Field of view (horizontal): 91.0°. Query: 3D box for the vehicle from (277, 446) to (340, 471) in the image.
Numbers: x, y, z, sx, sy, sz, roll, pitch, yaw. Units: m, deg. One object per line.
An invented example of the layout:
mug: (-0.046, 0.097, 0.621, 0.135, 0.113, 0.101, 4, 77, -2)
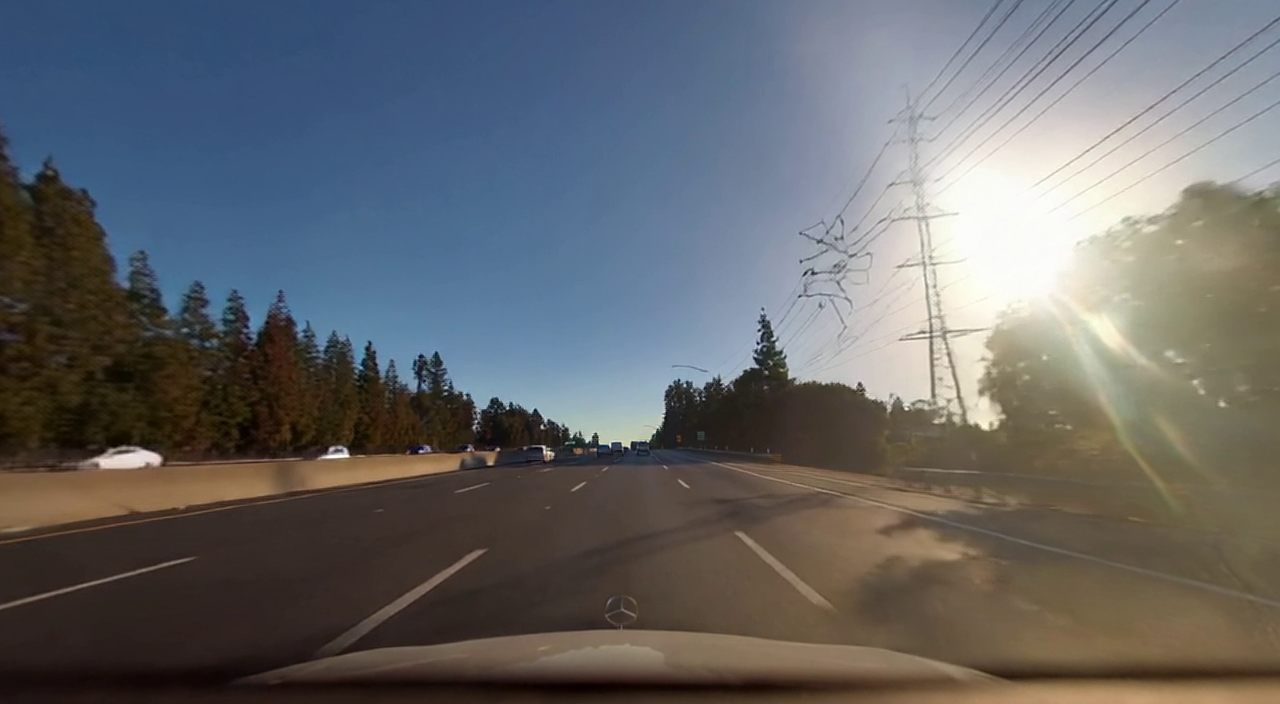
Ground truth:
vehicle: (-22.252, 7.140, 42.423, 1.864, 1.549, 4.366, 0, -9, -1)

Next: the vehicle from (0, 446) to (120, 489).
vehicle: (-25.944, 5.008, 27.620, 2.017, 1.682, 4.902, 0, -9, 0)

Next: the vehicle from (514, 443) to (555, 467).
vehicle: (-7.206, 7.095, 43.479, 2.034, 1.563, 4.476, 0, -9, 1)
